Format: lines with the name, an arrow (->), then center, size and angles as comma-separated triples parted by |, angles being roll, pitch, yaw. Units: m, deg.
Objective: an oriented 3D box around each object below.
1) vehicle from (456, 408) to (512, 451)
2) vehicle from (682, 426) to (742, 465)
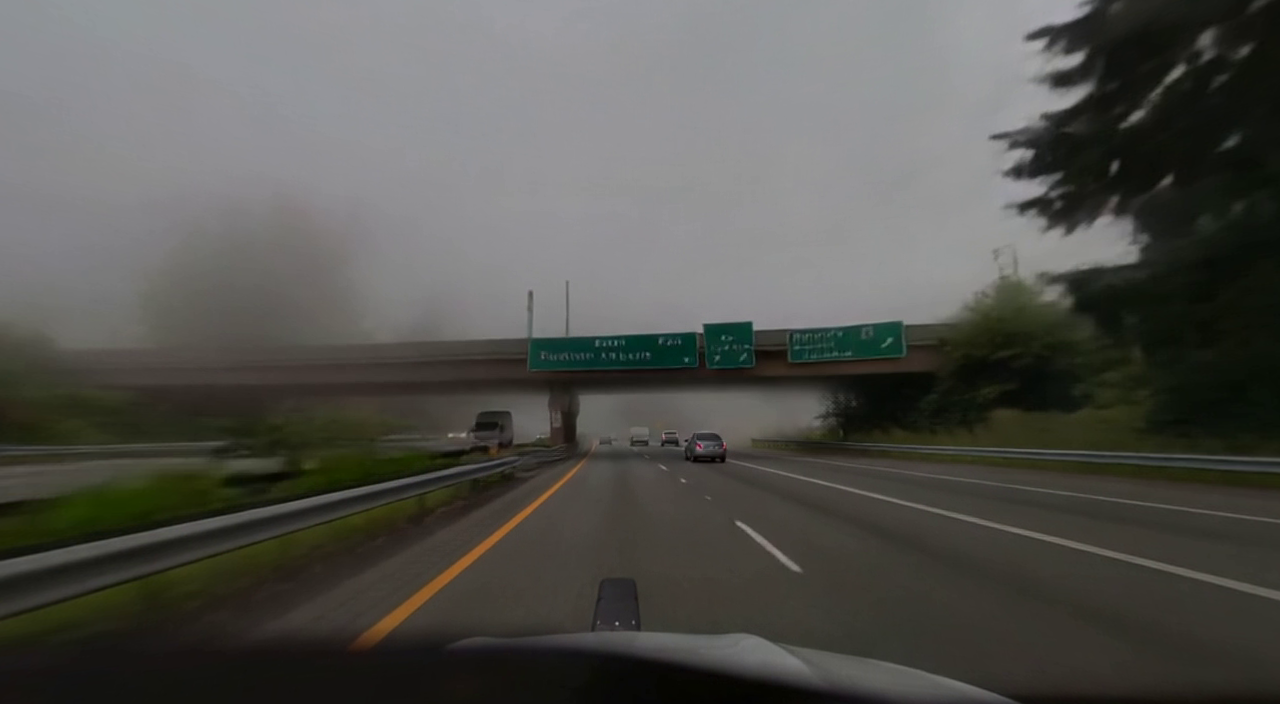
vehicle -> -10.439, 5.279, 42.846 | 2.262, 2.615, 7.071 | 0, -7, -2
vehicle -> 3.020, 4.011, 27.255 | 1.938, 1.578, 3.764 | 0, -7, -3
